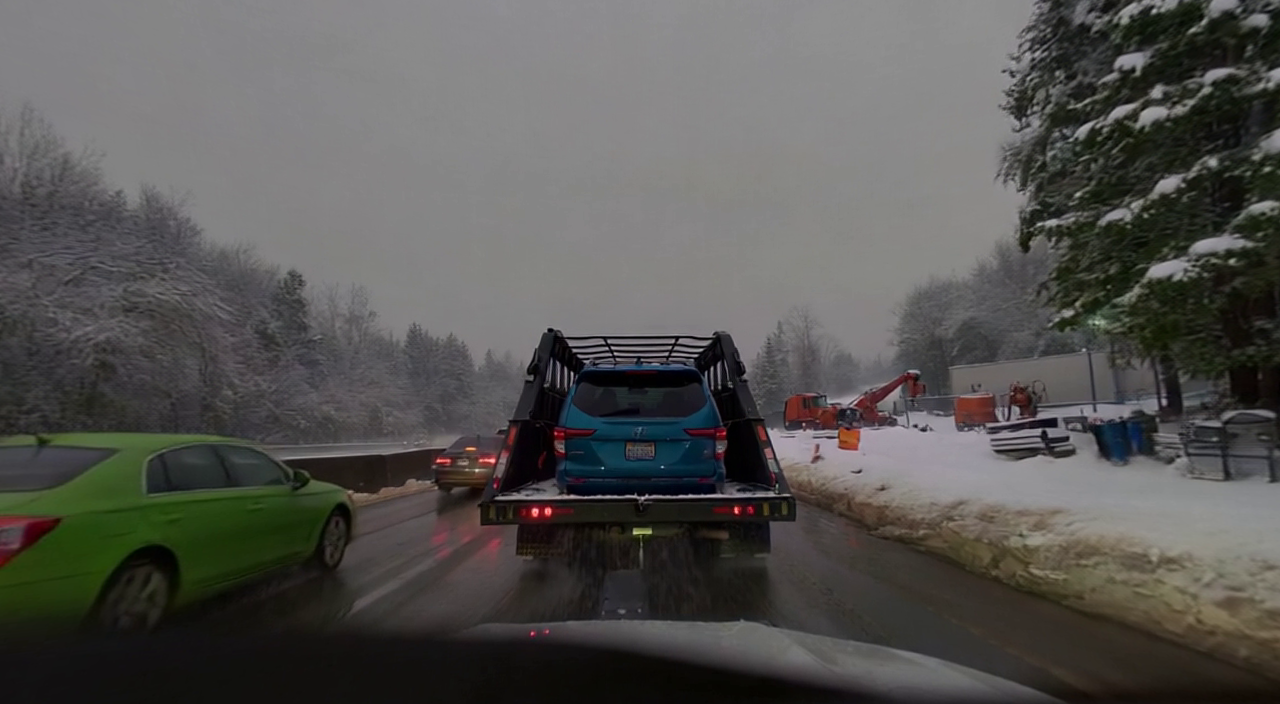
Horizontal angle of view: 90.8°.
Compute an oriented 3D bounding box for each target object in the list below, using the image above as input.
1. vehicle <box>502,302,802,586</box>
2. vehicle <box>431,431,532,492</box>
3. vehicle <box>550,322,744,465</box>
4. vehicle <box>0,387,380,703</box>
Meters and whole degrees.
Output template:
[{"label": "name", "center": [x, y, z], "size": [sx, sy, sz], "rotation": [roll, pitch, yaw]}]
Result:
[{"label": "vehicle", "center": [-0.163, 1.594, 11.076], "size": [2.735, 2.597, 10.435], "rotation": [1, -8, -3]}, {"label": "vehicle", "center": [-4.776, 3.359, 19.773], "size": [2.057, 1.665, 4.572], "rotation": [0, -9, -1]}, {"label": "vehicle", "center": [-0.020, 0.806, 9.442], "size": [2.156, 1.604, 4.680], "rotation": [0, -9, -3]}, {"label": "vehicle", "center": [-3.874, 1.144, 4.253], "size": [2.155, 1.513, 4.964], "rotation": [0, -9, 0]}]
